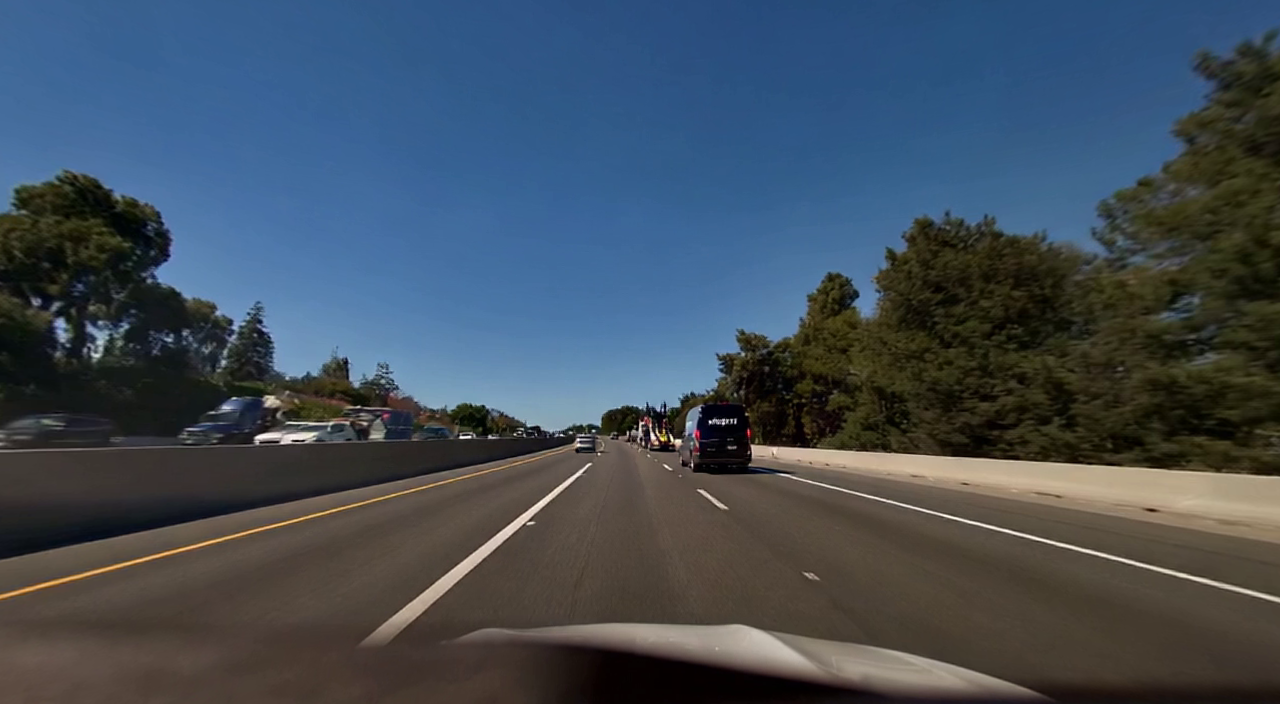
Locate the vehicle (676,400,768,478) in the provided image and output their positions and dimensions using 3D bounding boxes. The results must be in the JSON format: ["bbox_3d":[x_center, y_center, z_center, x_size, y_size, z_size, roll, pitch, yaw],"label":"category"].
[{"bbox_3d":[2.839,3.226,23.472,2.386,2.509,5.880,0,-8,-3],"label":"vehicle"}]

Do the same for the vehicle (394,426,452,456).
[{"bbox_3d":[-12.191,5.034,35.673,1.883,1.546,4.149,0,-8,-2],"label":"vehicle"}]

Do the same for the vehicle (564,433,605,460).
[{"bbox_3d":[-3.249,5.631,37.693,2.217,1.502,4.222,0,-8,-2],"label":"vehicle"}]

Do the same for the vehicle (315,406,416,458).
[{"bbox_3d":[-15.341,4.574,35.834,2.663,2.619,7.101,0,-8,-1],"label":"vehicle"}]

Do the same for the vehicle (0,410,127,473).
[{"bbox_3d":[-18.861,2.828,19.954,1.857,1.778,3.999,0,-8,-2],"label":"vehicle"}]

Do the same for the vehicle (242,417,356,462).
[{"bbox_3d":[-15.050,3.908,28.273,2.387,1.839,5.110,0,-8,-2],"label":"vehicle"}]

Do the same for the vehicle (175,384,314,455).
[{"bbox_3d":[-23.016,4.122,37.446,2.994,3.779,8.255,0,-8,-1],"label":"vehicle"}]
